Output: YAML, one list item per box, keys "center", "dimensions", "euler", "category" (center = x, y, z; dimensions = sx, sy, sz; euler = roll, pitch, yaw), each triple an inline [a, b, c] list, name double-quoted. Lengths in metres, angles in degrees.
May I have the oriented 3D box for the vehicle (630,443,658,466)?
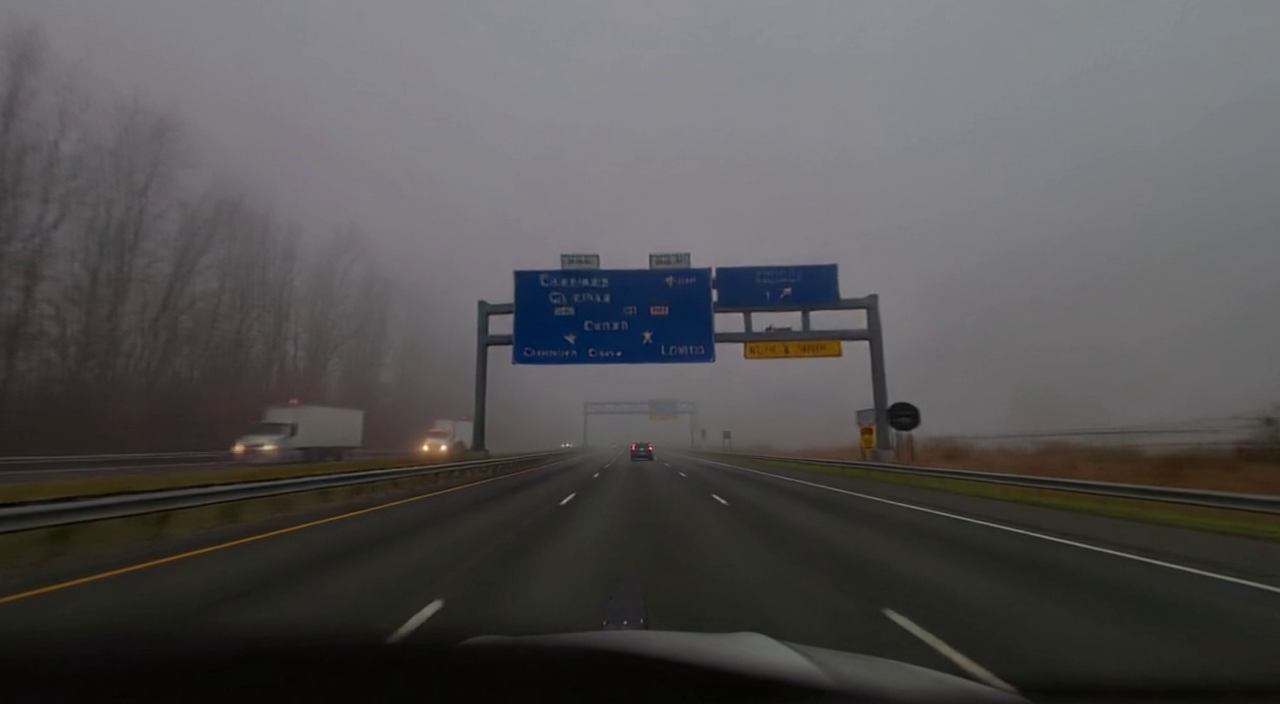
- center: [0.255, 7.083, 43.569]
  dimensions: [1.859, 1.478, 3.799]
  euler: [0, -8, 0]
  category: "vehicle"

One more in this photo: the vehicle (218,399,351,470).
- center: [-21.306, 5.124, 38.504]
  dimensions: [2.900, 3.781, 9.129]
  euler: [0, -9, -1]
  category: "vehicle"
